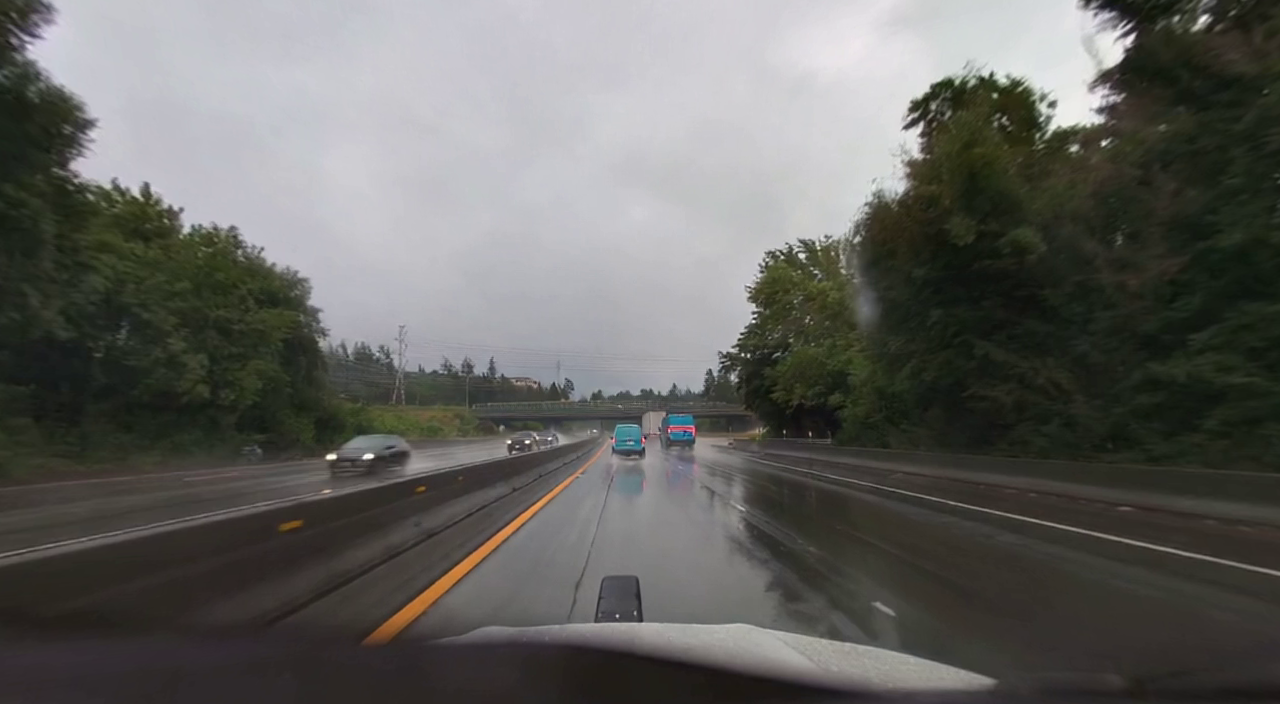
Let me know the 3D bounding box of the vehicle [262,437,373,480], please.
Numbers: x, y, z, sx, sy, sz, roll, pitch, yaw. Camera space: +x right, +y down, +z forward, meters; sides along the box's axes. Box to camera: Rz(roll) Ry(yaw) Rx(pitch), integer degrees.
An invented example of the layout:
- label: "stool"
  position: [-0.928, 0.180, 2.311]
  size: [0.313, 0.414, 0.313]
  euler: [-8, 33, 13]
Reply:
- label: "vehicle"
  position: [-12.216, 4.026, 24.268]
  size: [1.951, 1.489, 4.658]
  euler: [0, -8, -2]

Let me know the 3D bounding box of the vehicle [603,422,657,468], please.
- label: "vehicle"
  position: [-0.438, 3.872, 26.406]
  size: [2.073, 1.750, 4.116]
  euler: [0, -8, -2]

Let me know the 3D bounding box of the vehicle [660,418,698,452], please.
- label: "vehicle"
  position: [2.987, 6.558, 49.635]
  size: [2.387, 2.506, 5.374]
  euler: [0, -8, -2]
